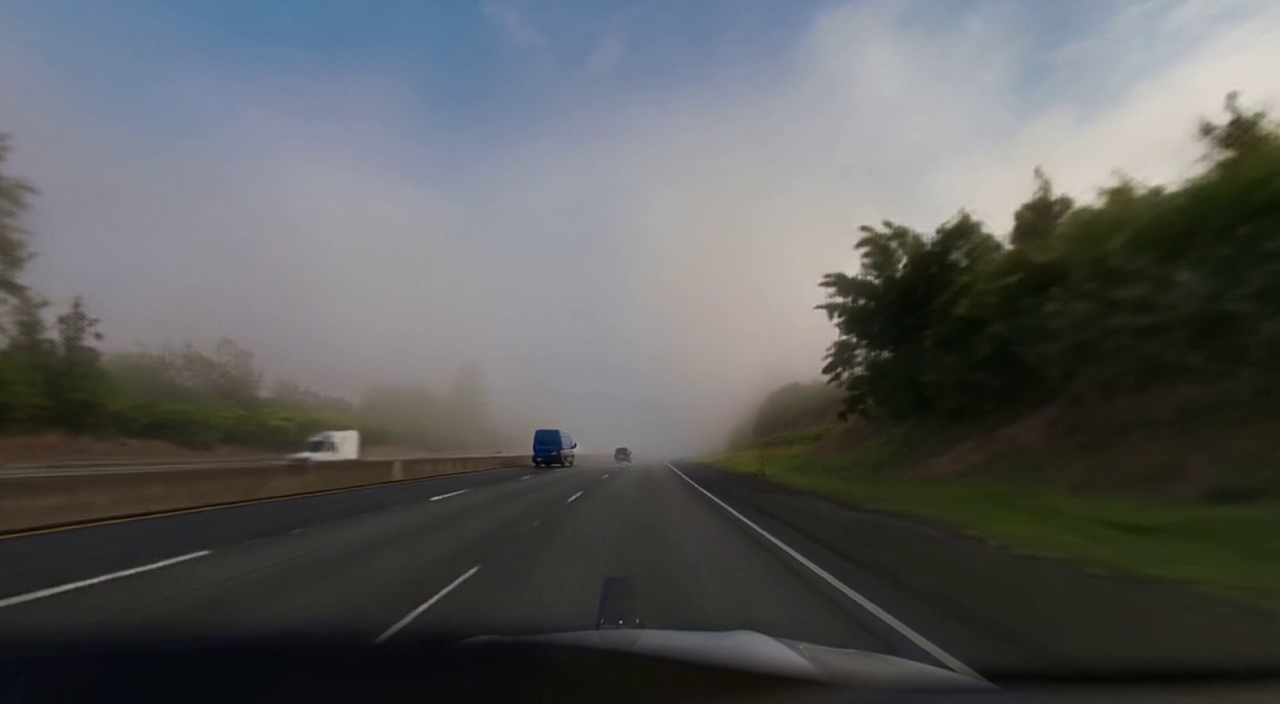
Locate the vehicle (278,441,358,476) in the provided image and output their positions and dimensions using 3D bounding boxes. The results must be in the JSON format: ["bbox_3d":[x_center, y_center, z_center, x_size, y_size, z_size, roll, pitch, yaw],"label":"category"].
[{"bbox_3d":[-18.452,6.146,36.454,2.079,1.855,4.725,0,-9,1],"label":"vehicle"}]

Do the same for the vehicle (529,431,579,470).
[{"bbox_3d":[-5.829,6.800,43.489,2.449,2.471,6.130,0,-9,1],"label":"vehicle"}]
